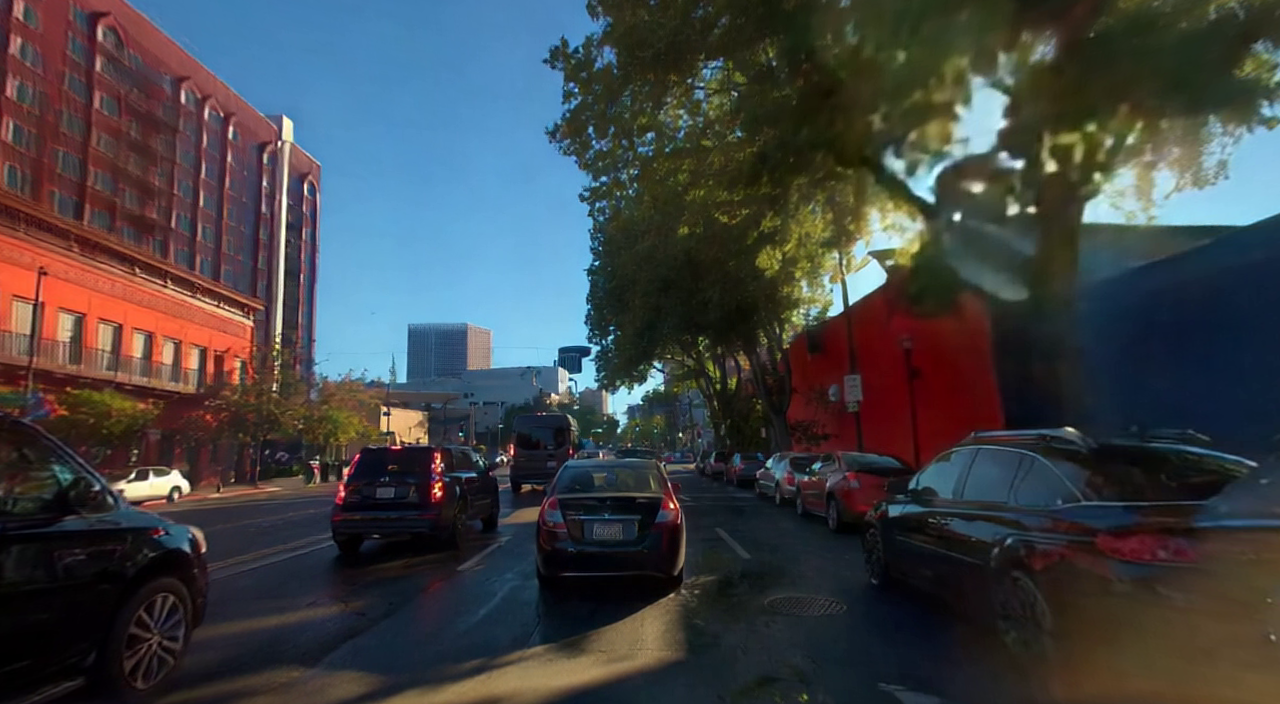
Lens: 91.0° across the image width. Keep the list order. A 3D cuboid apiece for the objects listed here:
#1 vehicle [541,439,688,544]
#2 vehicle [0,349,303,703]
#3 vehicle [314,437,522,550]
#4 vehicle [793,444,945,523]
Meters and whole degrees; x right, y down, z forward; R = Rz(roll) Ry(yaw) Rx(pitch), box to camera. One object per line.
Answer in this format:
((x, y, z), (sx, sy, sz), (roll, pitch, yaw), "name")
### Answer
((-0.383, 2.369, 11.362), (2.152, 1.518, 4.113), (0, -9, 0), "vehicle")
((-3.704, 0.853, 2.444), (2.140, 1.768, 4.685), (0, -9, 0), "vehicle")
((-3.536, 2.326, 11.091), (1.995, 1.554, 4.426), (0, -9, 1), "vehicle")
((4.912, 2.854, 14.203), (1.832, 1.491, 4.054), (1, -9, -1), "vehicle")
